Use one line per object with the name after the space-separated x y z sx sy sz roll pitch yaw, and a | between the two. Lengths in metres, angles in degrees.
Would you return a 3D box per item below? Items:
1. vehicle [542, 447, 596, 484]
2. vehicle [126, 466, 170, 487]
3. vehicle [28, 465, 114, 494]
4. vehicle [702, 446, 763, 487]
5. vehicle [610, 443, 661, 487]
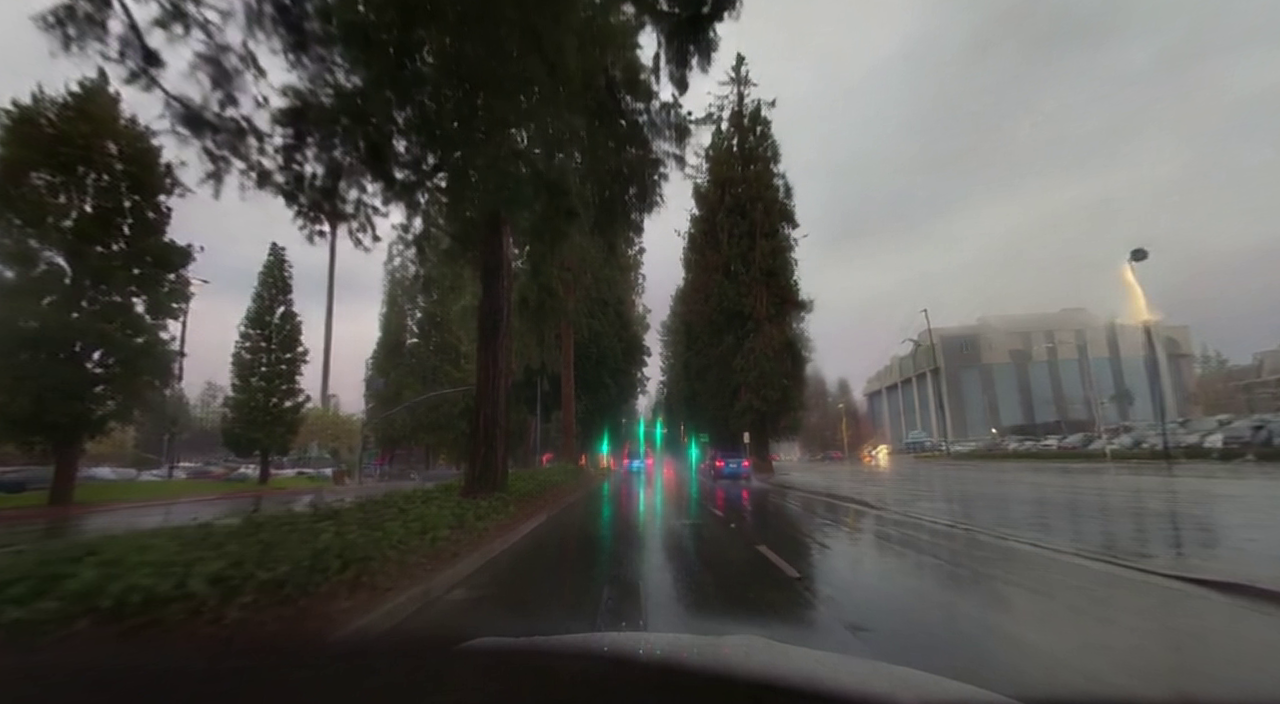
-3.485 5.647 31.840 2.047 1.710 4.314 0 -8 2 | vehicle
-37.907 9.587 48.638 1.752 1.396 4.340 4 -10 -26 | vehicle
-32.663 7.292 36.374 1.742 1.411 4.415 2 -9 -14 | vehicle
3.749 4.684 26.109 1.847 1.554 4.052 0 -9 -1 | vehicle
-0.166 4.764 26.925 2.022 1.700 4.084 0 -9 1 | vehicle
